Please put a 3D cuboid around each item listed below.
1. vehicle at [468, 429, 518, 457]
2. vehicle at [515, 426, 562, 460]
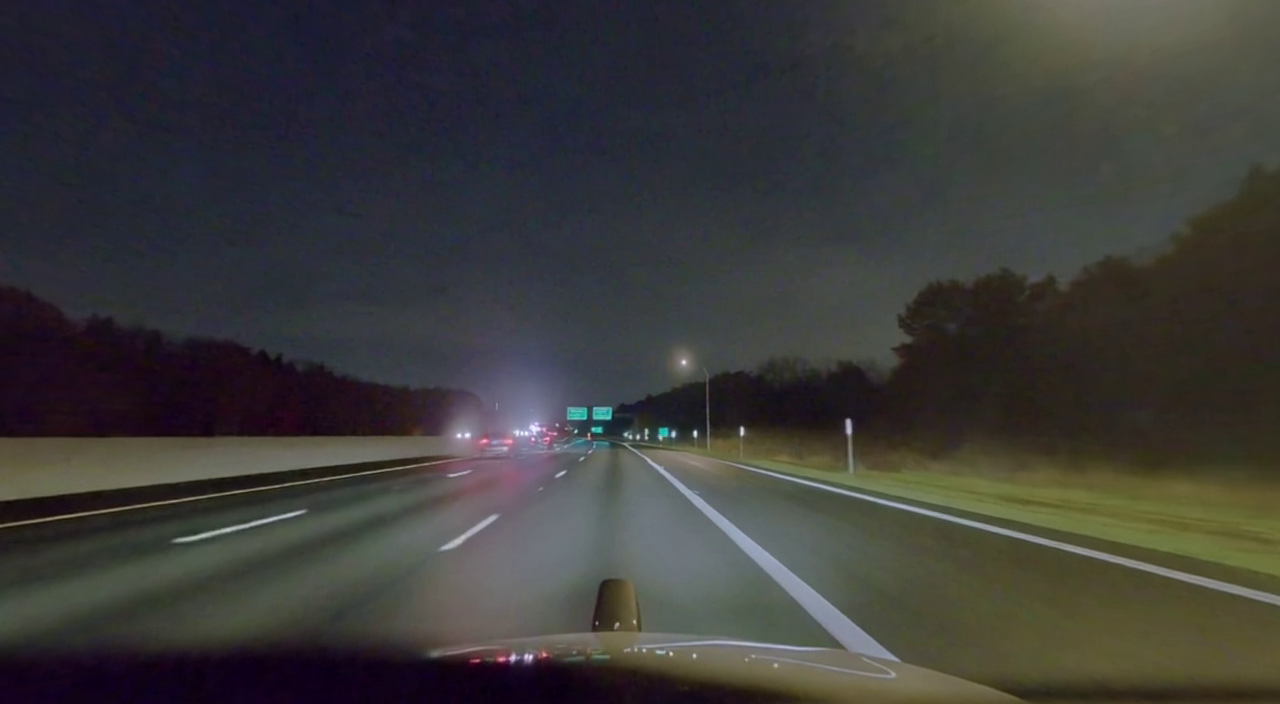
[{"bbox_3d":[-9.331,5.807,40.181,2.148,1.635,4.670,1,-8,-1],"label":"vehicle"},{"bbox_3d":[-5.547,4.999,34.770,2.007,1.727,4.040,0,-8,-1],"label":"vehicle"}]
